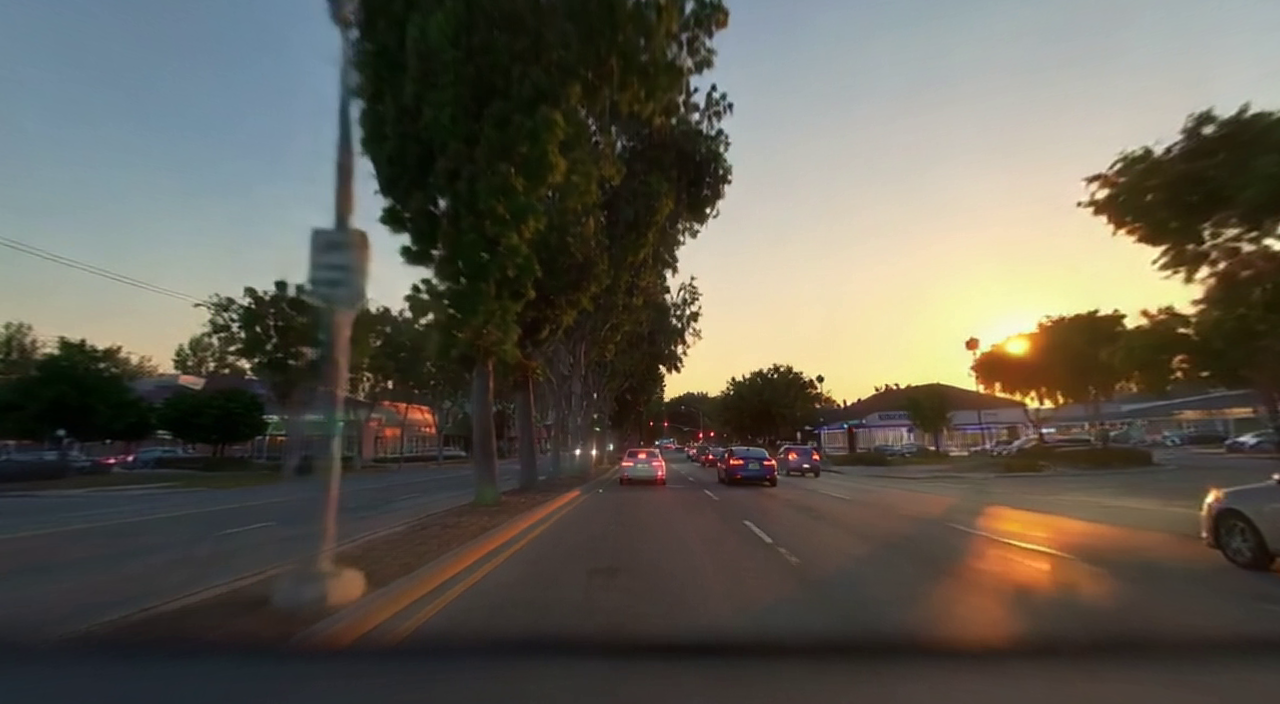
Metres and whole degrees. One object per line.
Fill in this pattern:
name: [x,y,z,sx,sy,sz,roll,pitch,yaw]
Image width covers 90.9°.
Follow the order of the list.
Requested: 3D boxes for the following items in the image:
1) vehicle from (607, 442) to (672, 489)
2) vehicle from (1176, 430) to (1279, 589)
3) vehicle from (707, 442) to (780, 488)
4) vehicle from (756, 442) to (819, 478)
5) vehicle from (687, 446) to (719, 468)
vehicle: [-0.009,3.951,22.260,2.096,1.473,3.893,0,-8,0]
vehicle: [7.114,1.356,4.984,1.892,1.515,4.400,0,-8,1]
vehicle: [3.727,4.139,23.504,1.988,1.528,4.144,0,-8,0]
vehicle: [7.374,5.408,31.922,2.044,1.701,4.397,0,-8,-1]
vehicle: [4.410,7.459,44.903,1.862,1.457,4.204,0,-8,0]
